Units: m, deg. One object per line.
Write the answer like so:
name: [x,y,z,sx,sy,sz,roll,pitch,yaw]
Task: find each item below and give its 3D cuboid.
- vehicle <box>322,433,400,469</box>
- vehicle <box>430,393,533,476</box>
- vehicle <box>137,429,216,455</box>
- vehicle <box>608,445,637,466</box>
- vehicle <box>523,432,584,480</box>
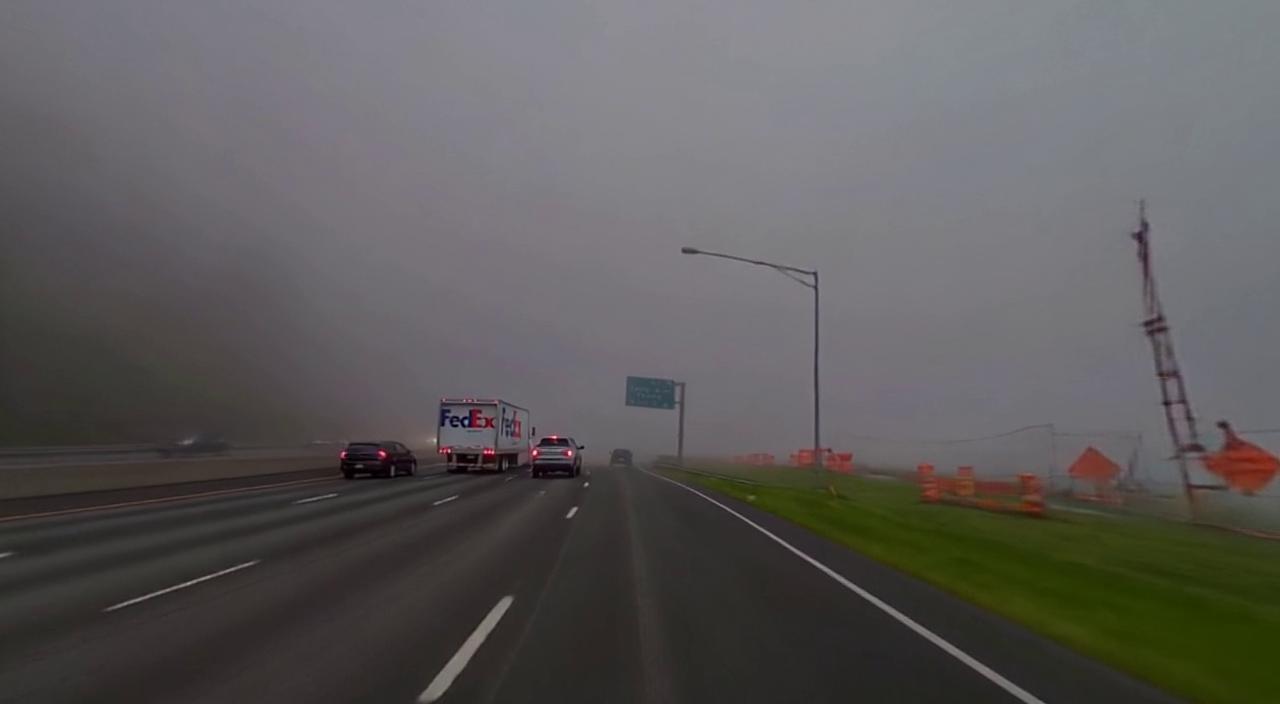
vehicle: [-13.937,4.999,31.901,2.018,1.668,4.409,0,-9,-2]
vehicle: [-6.966,3.899,29.222,2.870,3.266,8.589,0,-9,-2]
vehicle: [-30.412,5.971,41.631,1.972,1.619,4.414,1,-9,-3]
vehicle: [-1.359,7.661,46.824,2.043,1.489,3.839,1,-9,-3]
vehicle: [-3.654,4.487,27.488,2.170,1.886,4.628,0,-9,-2]
